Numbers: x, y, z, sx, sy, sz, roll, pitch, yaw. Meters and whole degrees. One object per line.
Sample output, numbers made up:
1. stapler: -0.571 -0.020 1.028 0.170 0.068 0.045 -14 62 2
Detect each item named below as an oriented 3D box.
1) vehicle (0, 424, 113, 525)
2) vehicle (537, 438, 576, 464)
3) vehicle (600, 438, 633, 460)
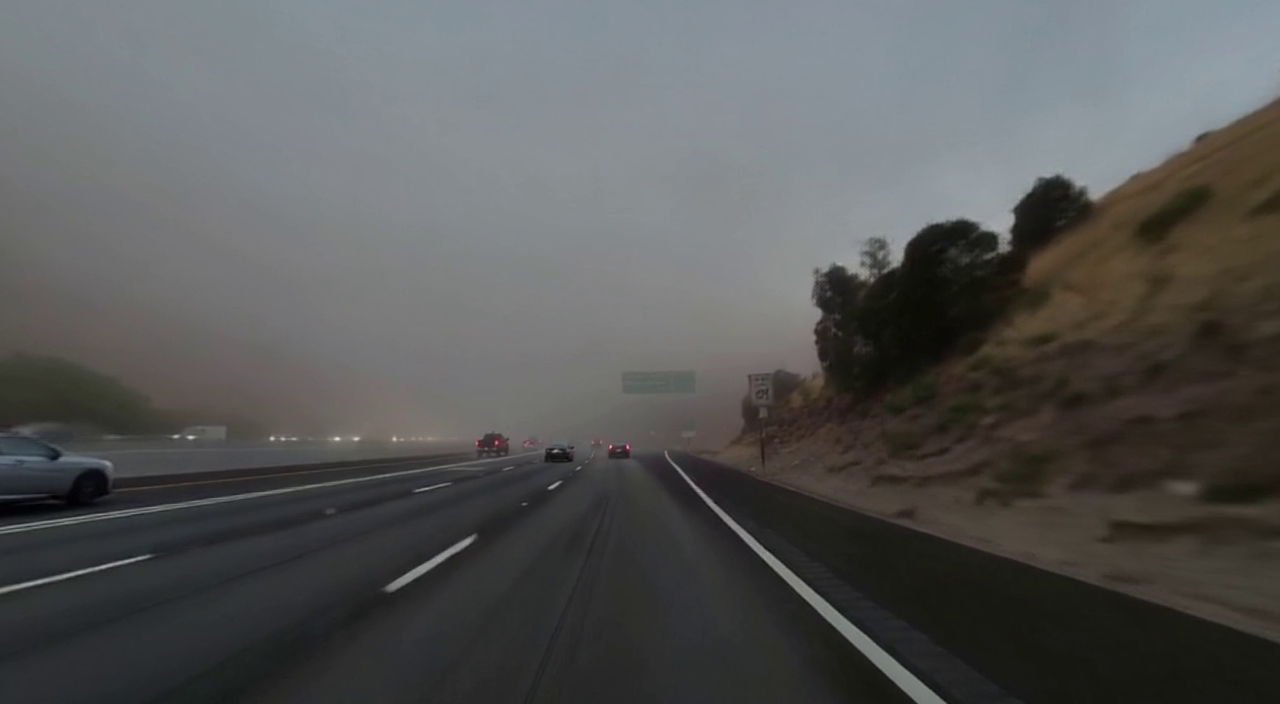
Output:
1. vehicle: -11.502 1.994 10.203 2.047 1.645 4.451 0 -8 -1
2. vehicle: -5.344 6.419 40.942 2.060 1.631 4.214 0 -8 -1
3. vehicle: -1.803 7.489 48.623 2.421 1.594 4.248 0 -8 -2
